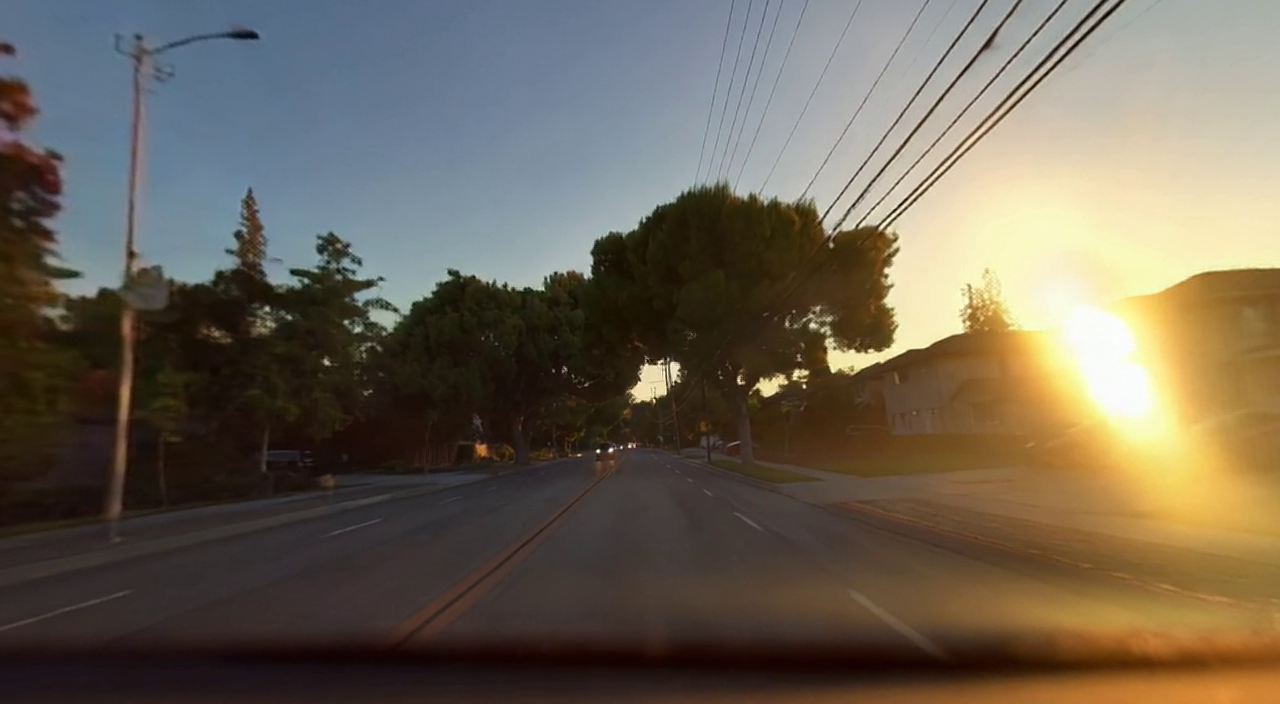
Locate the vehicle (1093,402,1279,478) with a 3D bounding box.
[{"bbox_3d":[14.129,2.131,15.404,4.512,1.701,2.017,0,-8,-1],"label":"vehicle"}]
